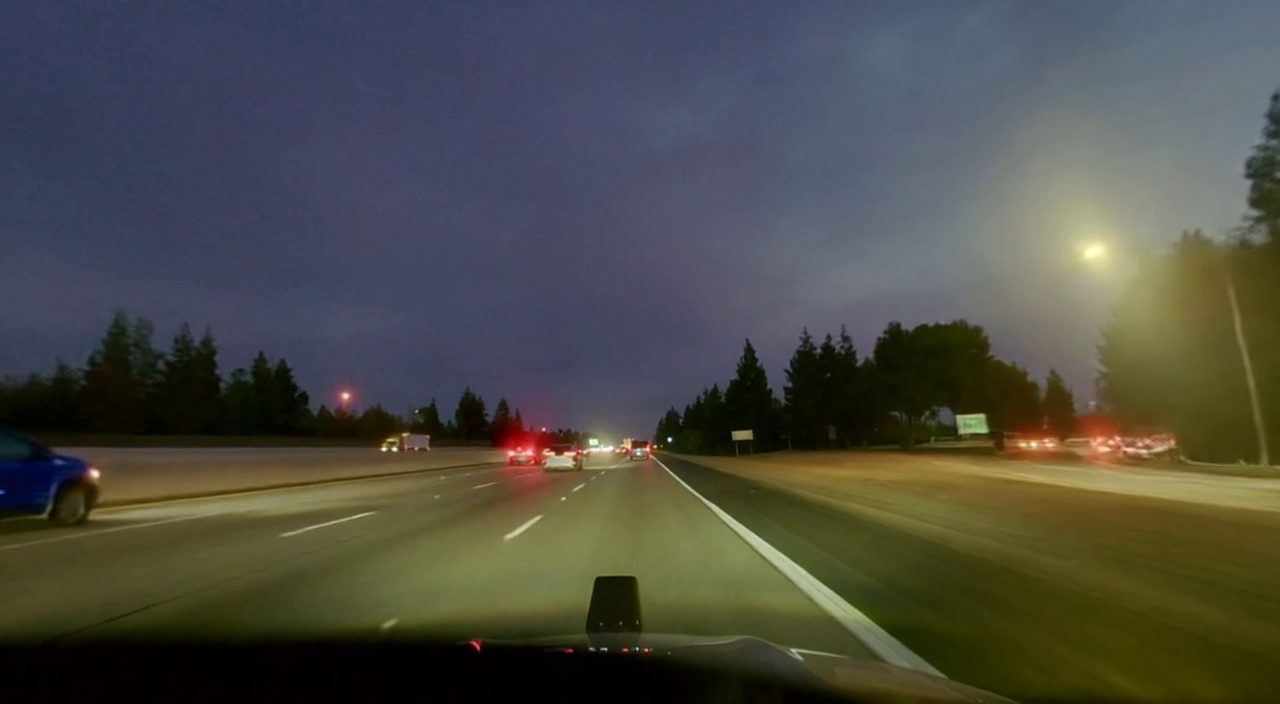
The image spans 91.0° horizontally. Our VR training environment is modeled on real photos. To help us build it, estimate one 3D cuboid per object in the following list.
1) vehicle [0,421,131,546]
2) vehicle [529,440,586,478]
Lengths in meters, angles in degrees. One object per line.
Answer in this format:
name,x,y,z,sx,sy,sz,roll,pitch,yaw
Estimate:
vehicle,-10.177,1.793,8.424,2.146,1.764,5.510,0,-9,-1
vehicle,-3.852,5.085,30.150,2.094,1.695,4.260,0,-9,1
